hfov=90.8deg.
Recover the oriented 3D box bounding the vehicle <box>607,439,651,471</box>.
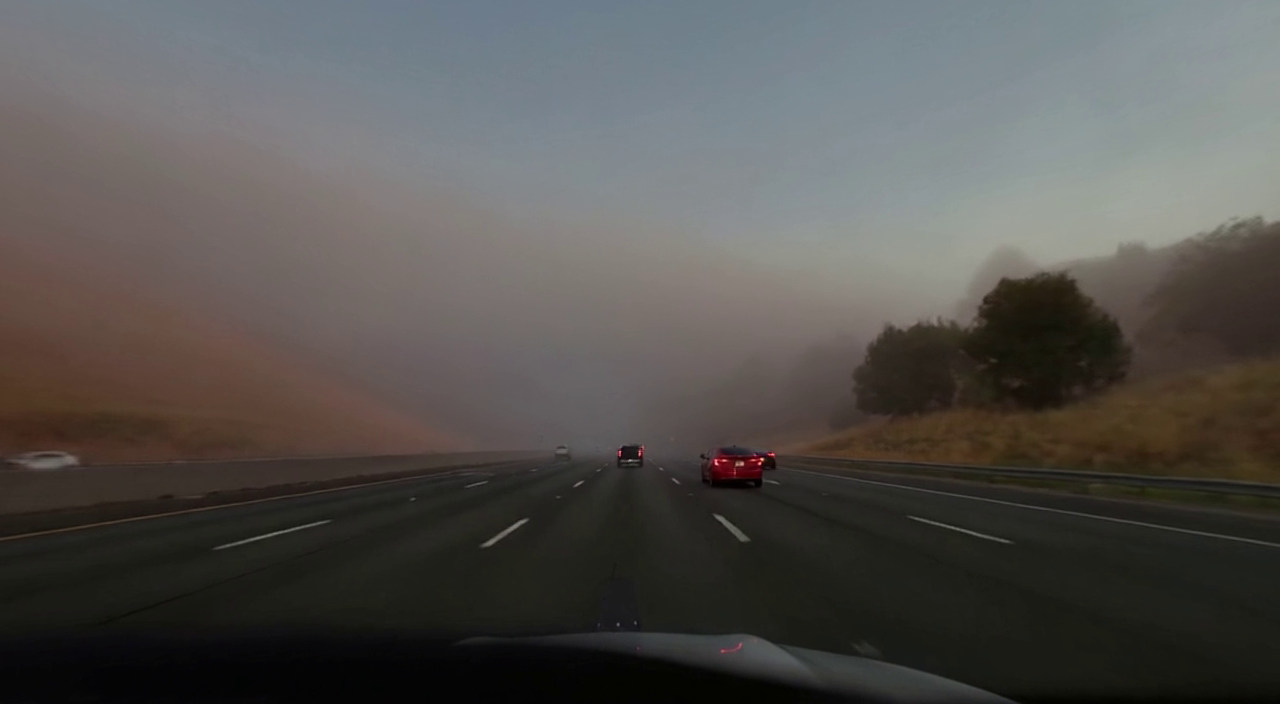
[{"bbox_3d":[-0.605,5.644,34.806,2.277,1.675,4.023,0,-8,0],"label":"vehicle"}]

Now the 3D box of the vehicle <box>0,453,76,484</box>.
[{"bbox_3d":[-36.457,6.799,37.117,2.014,1.547,4.971,1,-8,1],"label":"vehicle"}]

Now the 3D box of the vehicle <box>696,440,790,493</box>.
[{"bbox_3d":[3.162,3.639,20.519,2.120,1.492,4.734,0,-8,-2],"label":"vehicle"}]
